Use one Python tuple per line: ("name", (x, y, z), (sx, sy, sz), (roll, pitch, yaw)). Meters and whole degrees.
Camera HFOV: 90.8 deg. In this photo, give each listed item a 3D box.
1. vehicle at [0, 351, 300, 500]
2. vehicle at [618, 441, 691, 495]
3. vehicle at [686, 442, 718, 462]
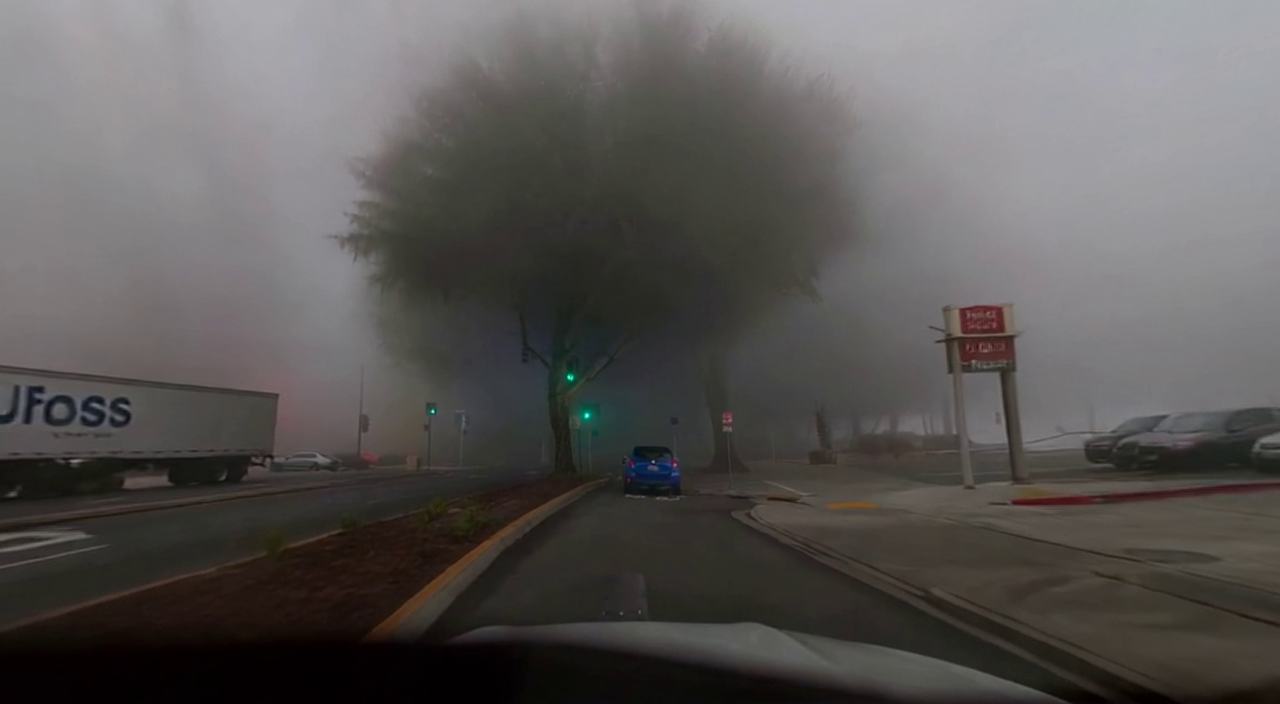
("vehicle", (-17.436, 2.541, 20.819), (2.792, 4.025, 11.784), (-3, -9, 20))
("vehicle", (0.487, 3.510, 19.534), (2.006, 1.470, 3.799), (0, -9, 3))
("vehicle", (4.900, 7.844, 49.576), (2.012, 1.468, 4.169), (-1, -9, 11))
